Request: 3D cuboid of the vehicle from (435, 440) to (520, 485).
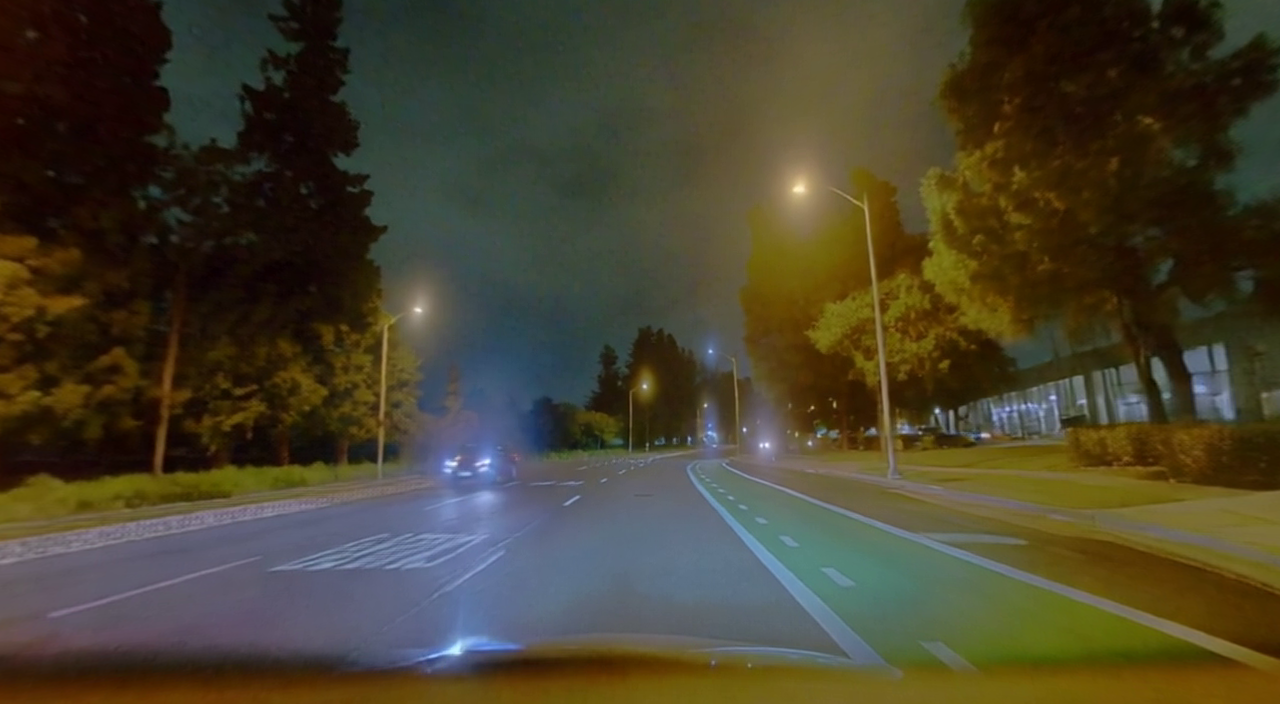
[{"bbox_3d":[-6.749,4.631,26.841,2.065,1.744,4.566,-1,-9,5],"label":"vehicle"}]
